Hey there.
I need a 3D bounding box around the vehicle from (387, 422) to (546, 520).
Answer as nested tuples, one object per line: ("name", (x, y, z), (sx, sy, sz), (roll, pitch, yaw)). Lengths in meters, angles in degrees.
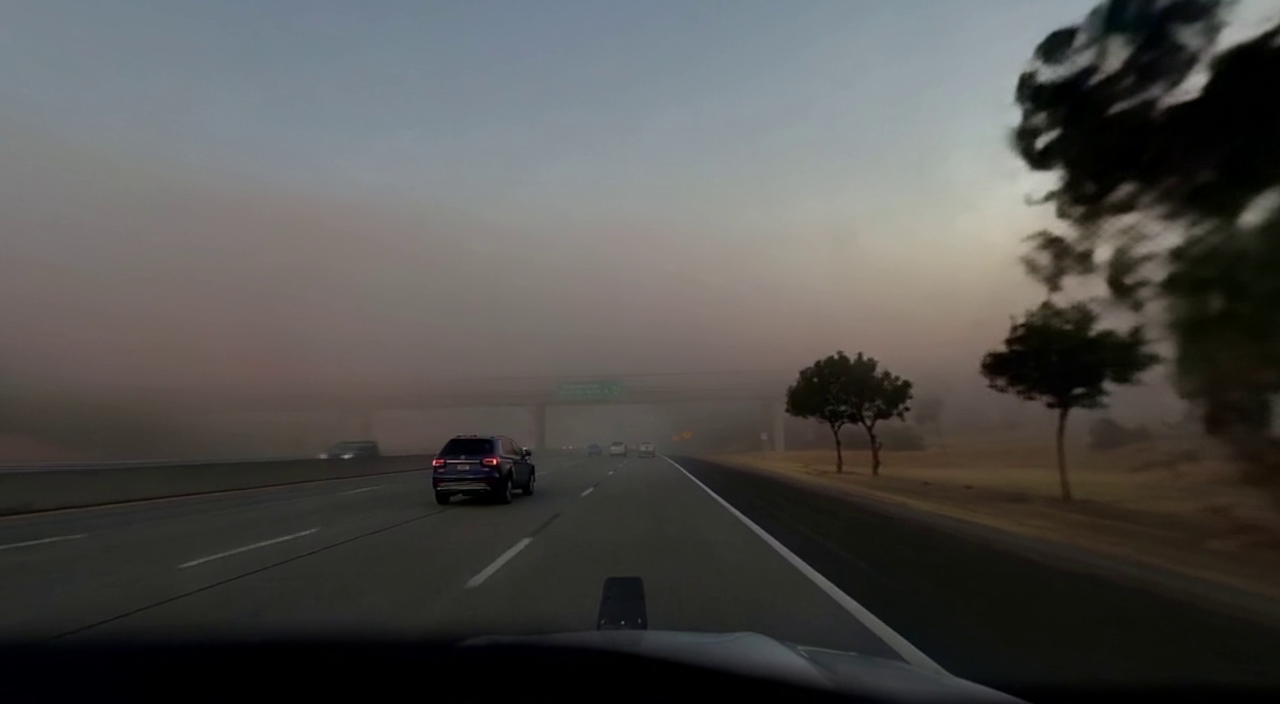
("vehicle", (-3.411, 2.436, 13.379), (2.048, 1.705, 4.384), (0, -8, 1))
